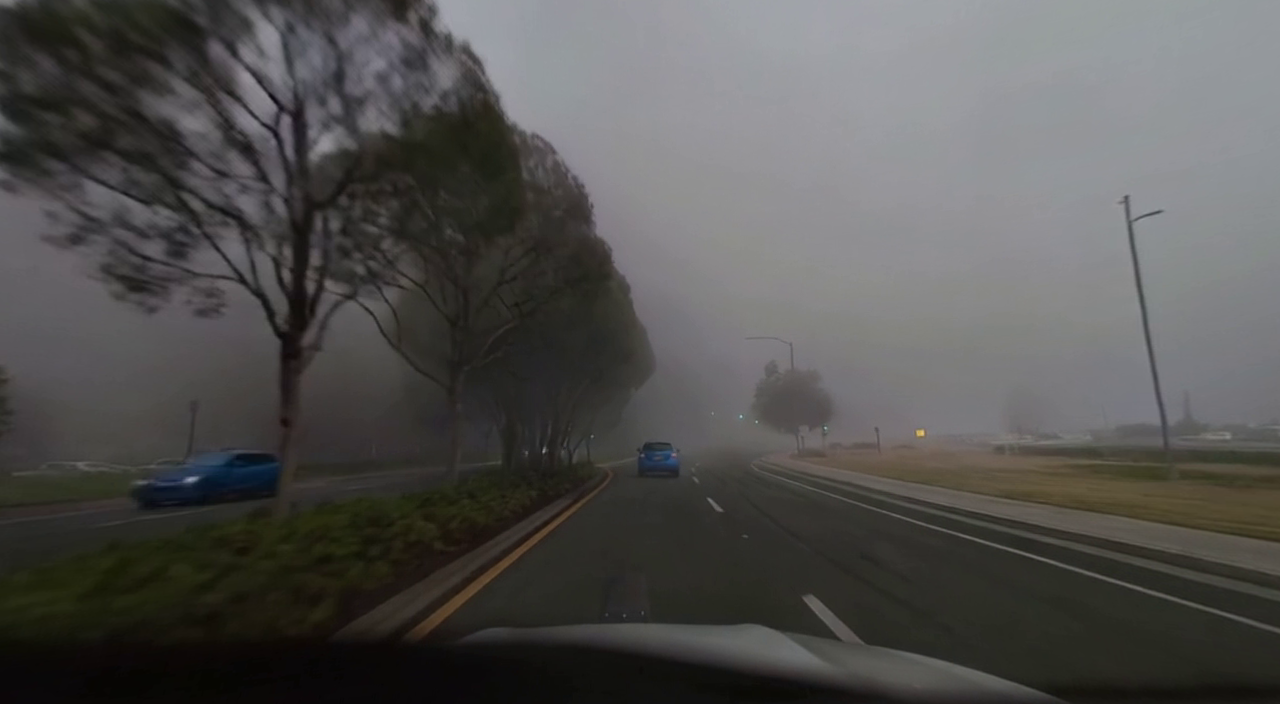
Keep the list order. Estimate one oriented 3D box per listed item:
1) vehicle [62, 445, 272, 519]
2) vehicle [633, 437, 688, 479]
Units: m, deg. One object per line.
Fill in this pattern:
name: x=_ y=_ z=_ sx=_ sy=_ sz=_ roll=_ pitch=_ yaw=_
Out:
vehicle: x=-11.439 y=3.114 z=15.736 sx=1.828 sy=1.480 sz=4.242 roll=0 pitch=-8 yaw=2
vehicle: x=0.877 y=4.183 z=25.115 sx=2.010 sy=1.535 sz=3.735 roll=-1 pitch=-8 yaw=4
